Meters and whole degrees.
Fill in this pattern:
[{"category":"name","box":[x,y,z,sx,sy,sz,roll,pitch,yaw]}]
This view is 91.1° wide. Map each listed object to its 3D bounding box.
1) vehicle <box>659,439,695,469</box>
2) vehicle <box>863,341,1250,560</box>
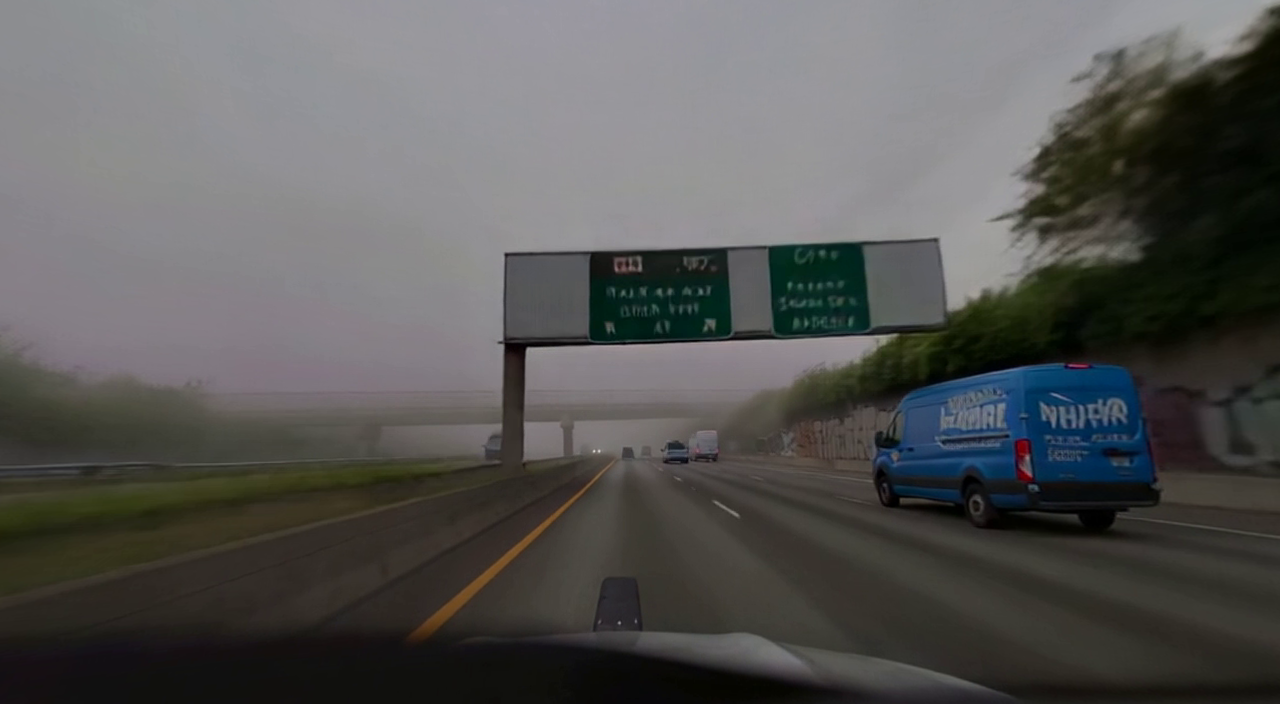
[{"category":"vehicle","box":[2.555,7.187,44.494,2.007,1.943,5.010,0,-9,-3]},{"category":"vehicle","box":[6.051,1.593,10.502,2.283,2.631,5.719,0,-9,-2]}]
